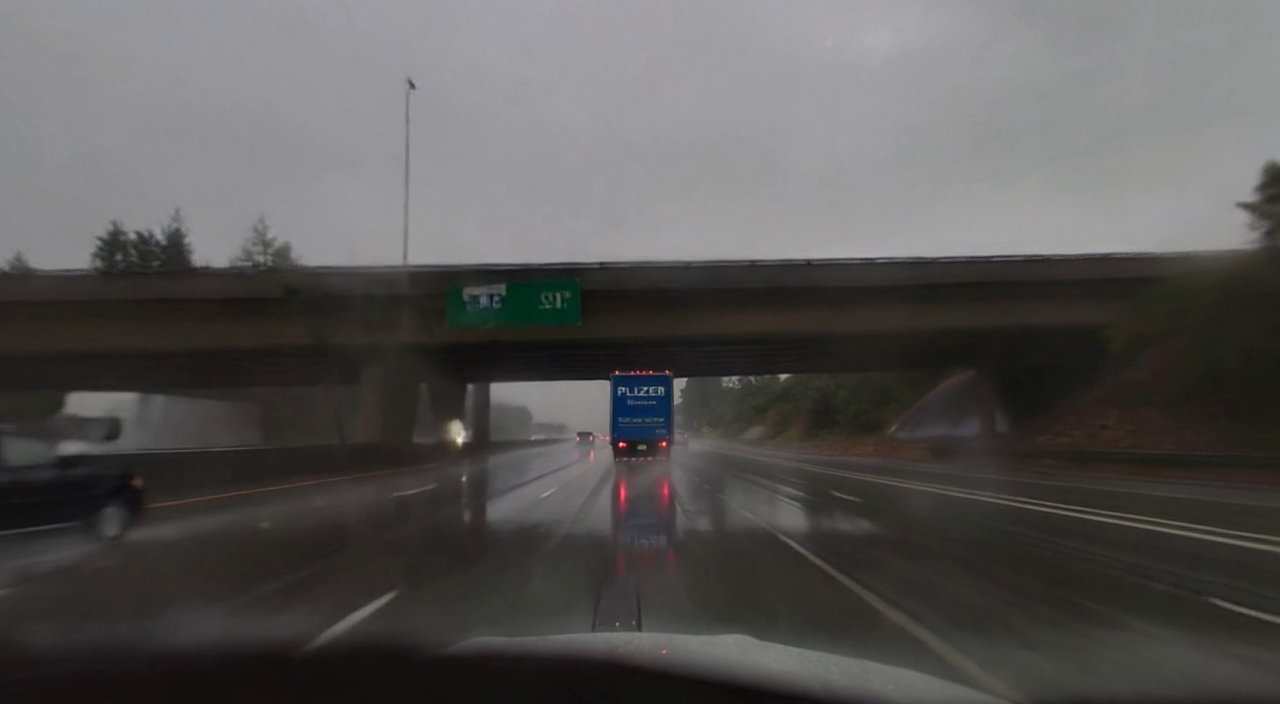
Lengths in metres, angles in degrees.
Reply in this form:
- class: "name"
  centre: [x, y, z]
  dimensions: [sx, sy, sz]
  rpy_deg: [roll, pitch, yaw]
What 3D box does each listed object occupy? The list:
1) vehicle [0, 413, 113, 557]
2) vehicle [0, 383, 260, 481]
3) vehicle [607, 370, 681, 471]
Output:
- class: "vehicle"
  centre: [-7.995, 1.369, 6.263]
  dimensions: [2.041, 1.566, 3.986]
  rpy_deg: [0, -8, -1]
- class: "vehicle"
  centre: [-24.747, 4.088, 31.998]
  dimensions: [2.858, 3.950, 12.922]
  rpy_deg: [0, -8, 0]
- class: "vehicle"
  centre: [0.040, 3.479, 30.767]
  dimensions: [2.926, 3.959, 11.818]
  rpy_deg: [0, -8, -1]
